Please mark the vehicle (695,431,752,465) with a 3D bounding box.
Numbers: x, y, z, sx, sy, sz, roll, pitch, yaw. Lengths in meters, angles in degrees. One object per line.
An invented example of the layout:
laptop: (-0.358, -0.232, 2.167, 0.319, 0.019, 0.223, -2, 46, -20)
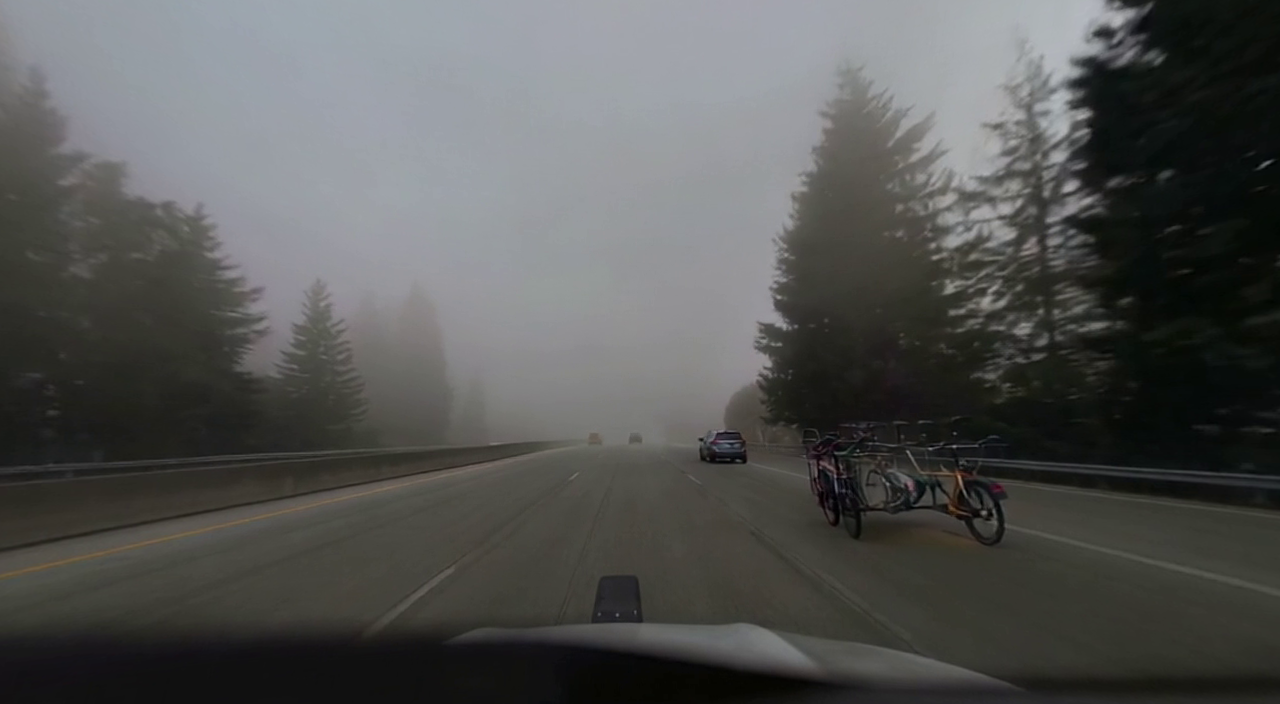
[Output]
vehicle: (3.721, 4.371, 28.867, 1.911, 1.449, 3.776, 0, -8, -3)
